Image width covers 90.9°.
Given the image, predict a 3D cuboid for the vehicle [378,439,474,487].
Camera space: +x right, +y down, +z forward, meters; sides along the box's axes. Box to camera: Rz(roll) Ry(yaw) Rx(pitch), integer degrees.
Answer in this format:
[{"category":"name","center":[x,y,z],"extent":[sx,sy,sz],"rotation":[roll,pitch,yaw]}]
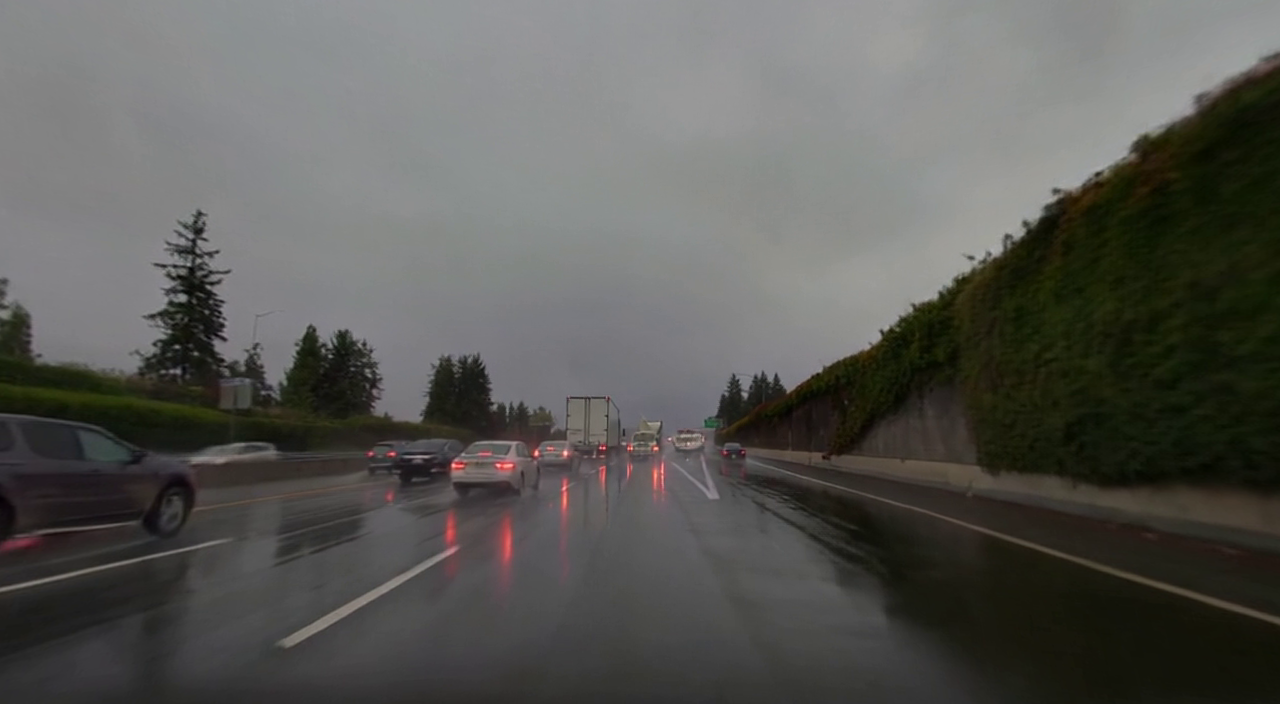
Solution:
[{"category":"vehicle","center":[-7.592,3.966,22.823],"extent":[1.967,1.555,4.161],"rotation":[0,-8,1]}]

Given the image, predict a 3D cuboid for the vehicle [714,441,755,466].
[{"category":"vehicle","center":[5.939,6.427,40.047],"extent":[2.176,1.493,3.955],"rotation":[-1,-8,4]}]

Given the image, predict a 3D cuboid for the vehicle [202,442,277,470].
[{"category":"vehicle","center":[-24.723,6.418,39.137],"extent":[2.122,1.602,3.796],"rotation":[0,-8,0]}]

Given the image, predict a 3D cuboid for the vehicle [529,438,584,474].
[{"category":"vehicle","center":[-4.045,5.123,31.232],"extent":[2.124,1.627,3.863],"rotation":[0,-8,1]}]

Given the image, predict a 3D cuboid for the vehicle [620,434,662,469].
[{"category":"vehicle","center":[0.078,5.744,36.513],"extent":[2.325,1.864,4.128],"rotation":[0,-8,1]}]

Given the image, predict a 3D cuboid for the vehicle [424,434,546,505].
[{"category":"vehicle","center":[-3.811,2.964,16.422],"extent":[1.866,1.568,4.603],"rotation":[0,-8,2]}]

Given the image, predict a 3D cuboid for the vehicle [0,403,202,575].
[{"category":"vehicle","center":[-7.733,1.556,7.398],"extent":[2.011,1.789,4.352],"rotation":[0,-8,0]}]
